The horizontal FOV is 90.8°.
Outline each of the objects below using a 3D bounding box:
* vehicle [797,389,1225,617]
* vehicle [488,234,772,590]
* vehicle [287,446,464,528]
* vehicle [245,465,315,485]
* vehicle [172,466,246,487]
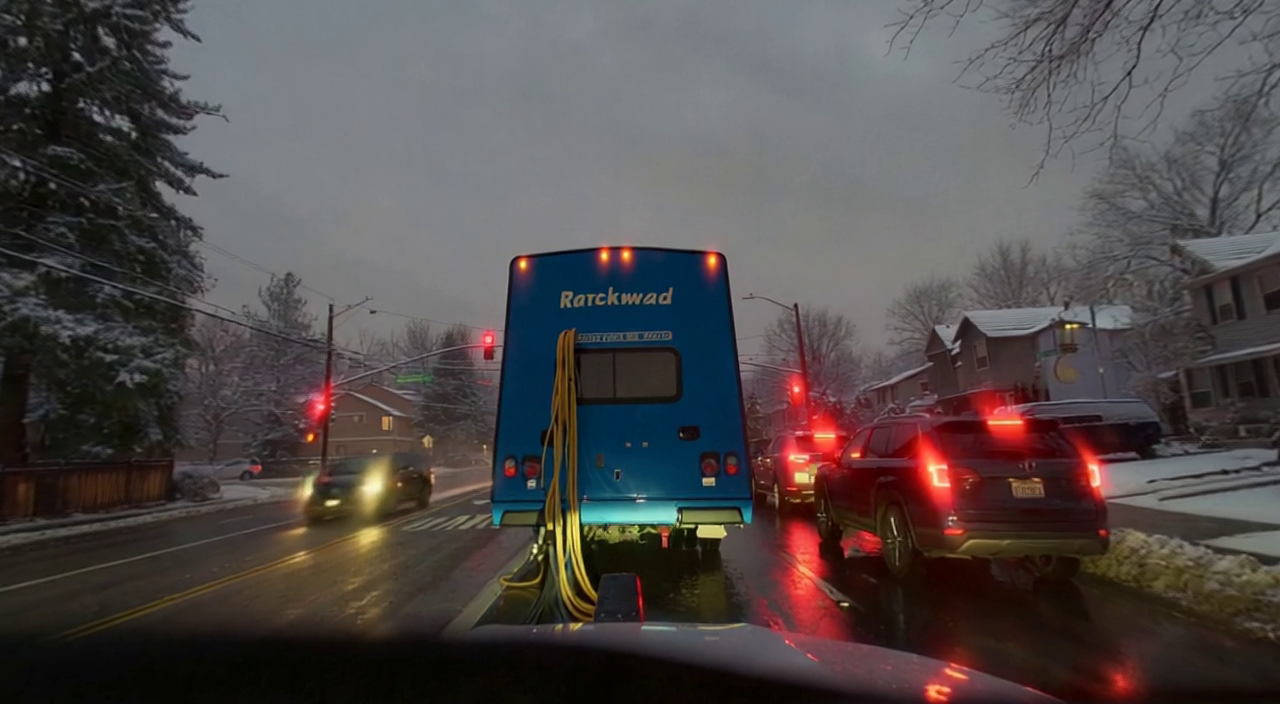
[{"bbox_3d":[3.411,1.493,7.137,2.104,1.735,4.408,0,-9,0],"label":"vehicle"},{"bbox_3d":[-0.100,1.133,10.327,2.709,3.511,8.213,0,-9,0],"label":"vehicle"},{"bbox_3d":[-5.581,2.865,14.139,1.979,1.483,4.668,0,-9,-1],"label":"vehicle"},{"bbox_3d":[-27.408,9.364,48.144,4.187,1.445,1.809,0,-9,0],"label":"vehicle"},{"bbox_3d":[-32.686,9.415,47.960,4.311,1.458,1.707,0,-9,-3],"label":"vehicle"}]
